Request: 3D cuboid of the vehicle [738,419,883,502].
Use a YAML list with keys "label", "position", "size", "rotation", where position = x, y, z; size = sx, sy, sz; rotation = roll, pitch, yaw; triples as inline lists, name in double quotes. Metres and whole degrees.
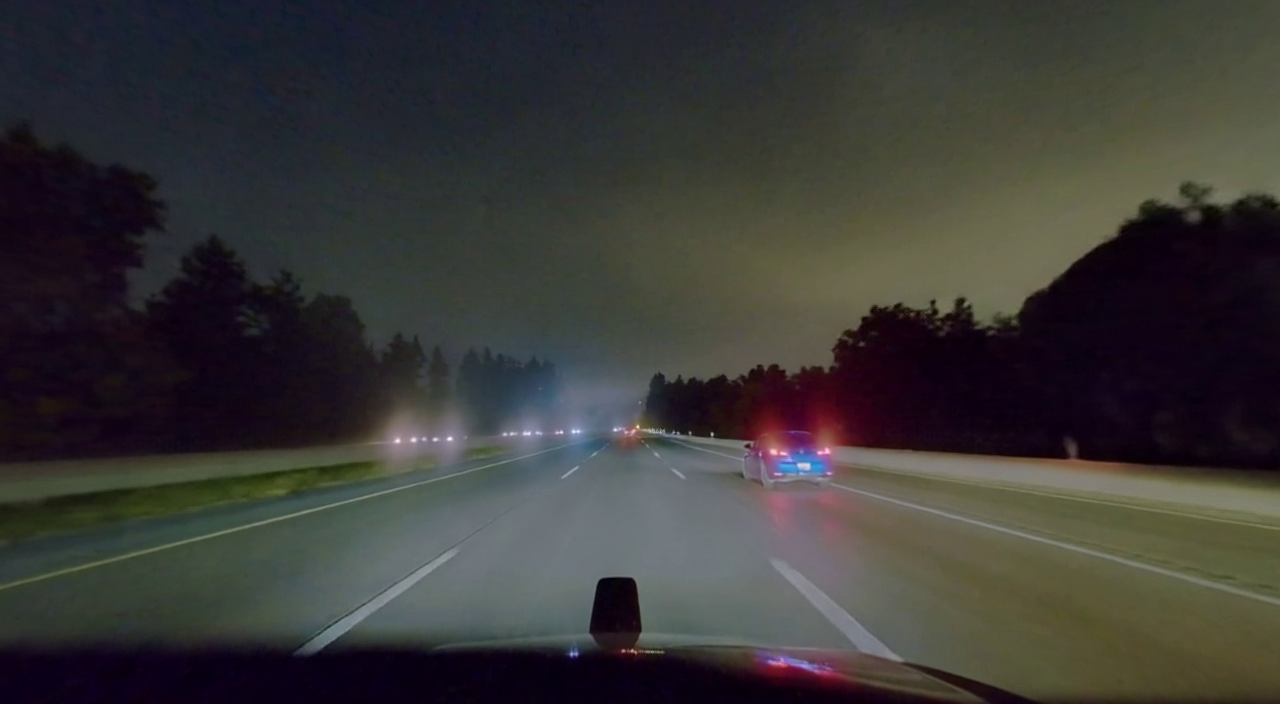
- label: "vehicle"
  position: [3.554, 2.328, 13.969]
  size: [1.973, 1.563, 3.959]
  rotation: [0, -8, -2]
